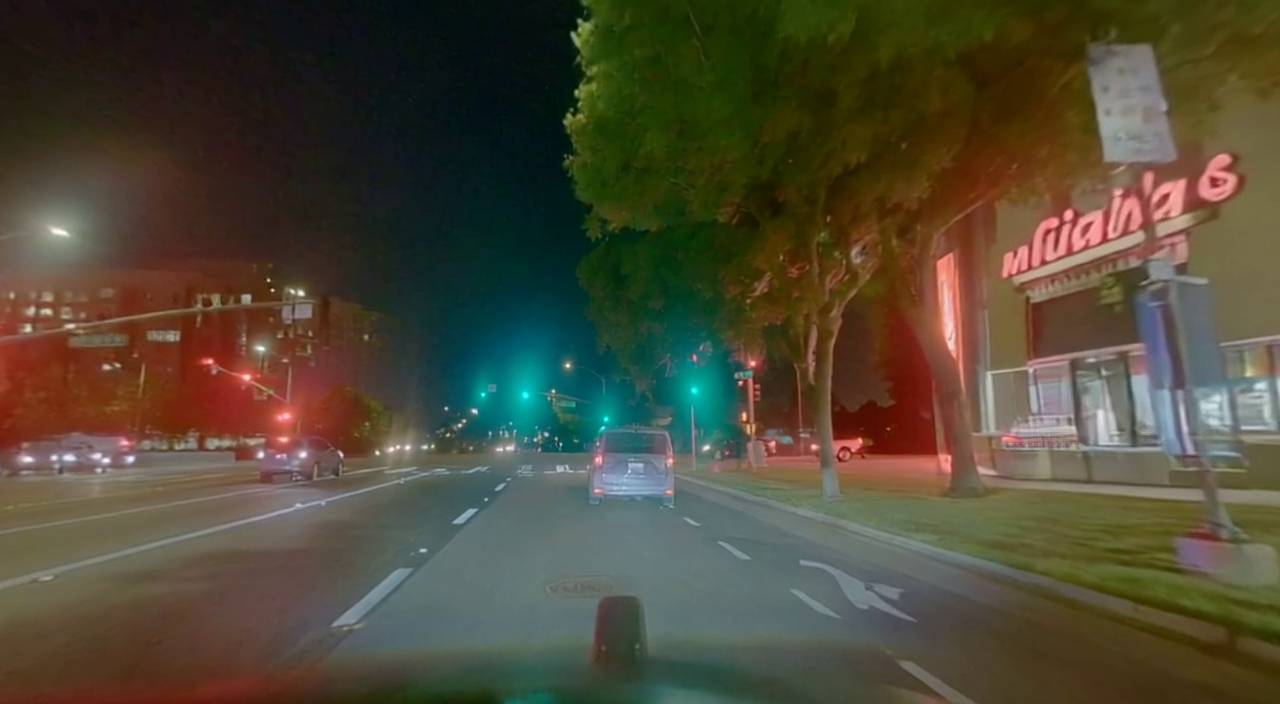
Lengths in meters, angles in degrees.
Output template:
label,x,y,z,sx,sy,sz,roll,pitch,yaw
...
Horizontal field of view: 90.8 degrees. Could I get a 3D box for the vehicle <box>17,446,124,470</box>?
label,x,y,z,sx,sy,sz,roll,pitch,yaw
vehicle,-36.604,6.818,40.718,4.692,1.476,1.992,1,-8,-7

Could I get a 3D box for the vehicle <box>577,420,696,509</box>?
label,x,y,z,sx,sy,sz,roll,pitch,yaw
vehicle,-0.263,2.485,14.406,2.230,1.683,4.204,1,-8,-7

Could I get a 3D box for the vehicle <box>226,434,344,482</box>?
label,x,y,z,sx,sy,sz,roll,pitch,yaw
vehicle,-12.128,3.633,21.982,1.924,1.458,4.448,1,-8,-7
